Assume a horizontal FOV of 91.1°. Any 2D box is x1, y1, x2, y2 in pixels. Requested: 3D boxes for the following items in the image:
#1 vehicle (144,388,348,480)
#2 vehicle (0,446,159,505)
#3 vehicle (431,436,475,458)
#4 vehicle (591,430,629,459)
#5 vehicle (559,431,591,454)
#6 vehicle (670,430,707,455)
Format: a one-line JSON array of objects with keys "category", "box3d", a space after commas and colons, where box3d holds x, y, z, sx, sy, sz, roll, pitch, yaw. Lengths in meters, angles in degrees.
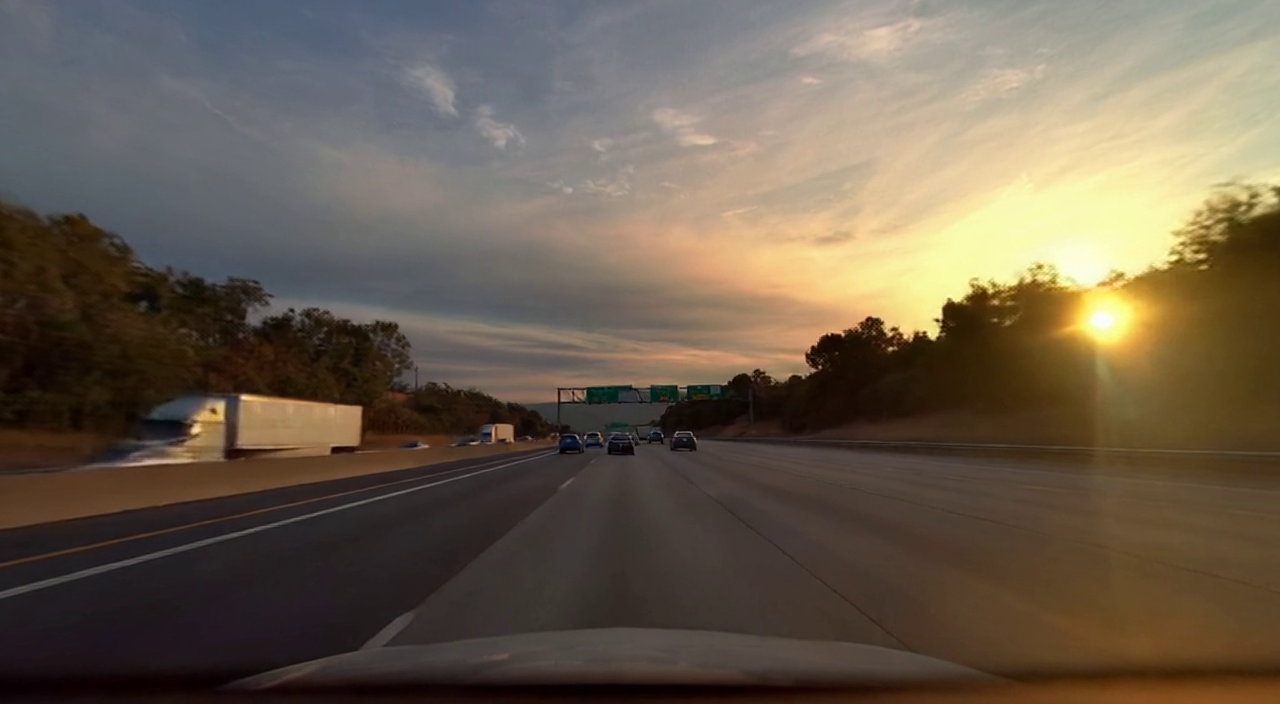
[{"category": "vehicle", "box3d": [-21.102, 4.658, 35.572, 2.956, 4.110, 14.125, 0, -8, -2]}, {"category": "vehicle", "box3d": [-16.991, 3.622, 18.931, 1.800, 1.497, 4.109, 0, -8, -1]}, {"category": "vehicle", "box3d": [-14.080, 7.147, 47.560, 1.969, 1.572, 4.308, 0, -8, 0]}, {"category": "vehicle", "box3d": [-1.793, 5.478, 37.454, 2.119, 1.629, 3.946, 0, -8, -2]}, {"category": "vehicle", "box3d": [-4.904, 6.917, 47.936, 2.046, 1.658, 4.008, 0, -8, -1]}, {"category": "vehicle", "box3d": [3.276, 6.242, 43.523, 2.066, 1.673, 4.225, 0, -8, -2]}]
